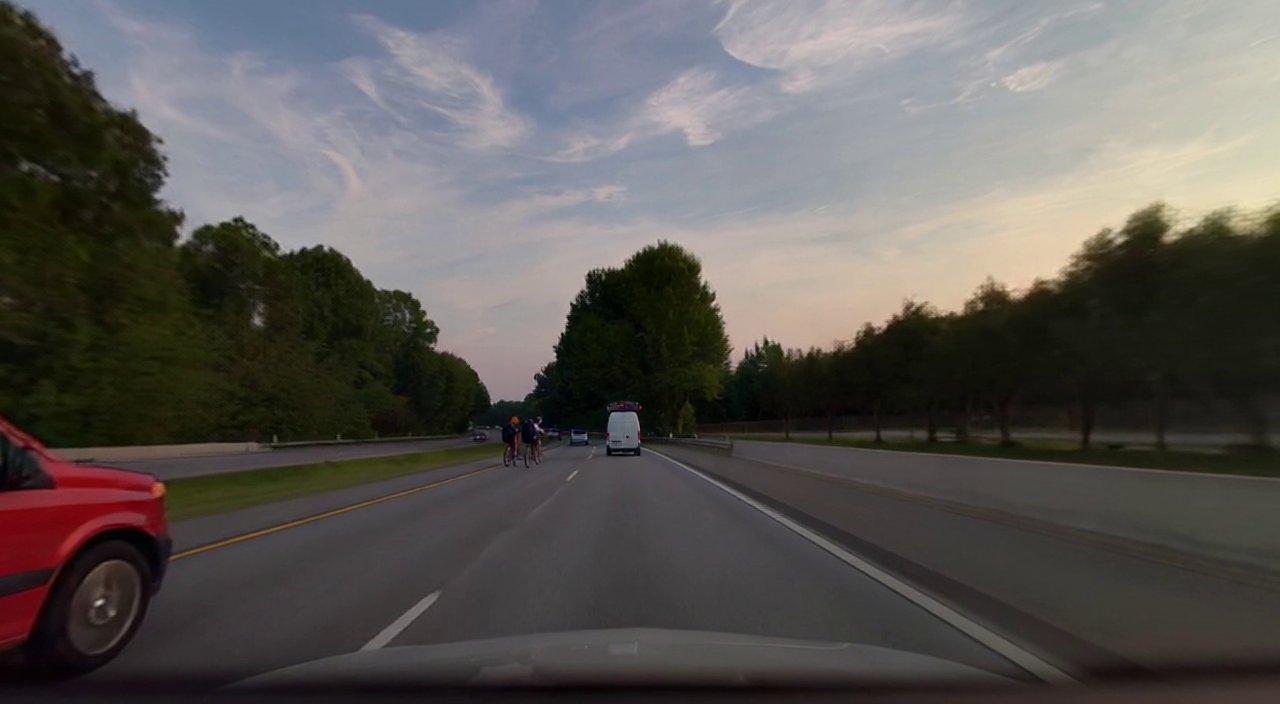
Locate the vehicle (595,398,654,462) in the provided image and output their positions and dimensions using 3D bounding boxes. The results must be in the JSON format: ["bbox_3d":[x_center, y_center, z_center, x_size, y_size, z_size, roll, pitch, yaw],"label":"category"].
[{"bbox_3d":[-0.846,3.942,31.609,2.647,2.896,6.480,0,-8,-3],"label":"vehicle"}]

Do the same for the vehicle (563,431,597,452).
[{"bbox_3d":[-4.486,6.780,47.810,2.251,1.459,4.236,0,-8,-2],"label":"vehicle"}]

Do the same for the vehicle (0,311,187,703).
[{"bbox_3d":[-3.672,0.529,1.265,2.069,1.751,4.720,0,-8,-1],"label":"vehicle"}]

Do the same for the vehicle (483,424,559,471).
[{"bbox_3d":[-4.427,3.632,24.197,2.110,1.636,4.453,0,-8,-1],"label":"vehicle"}]
